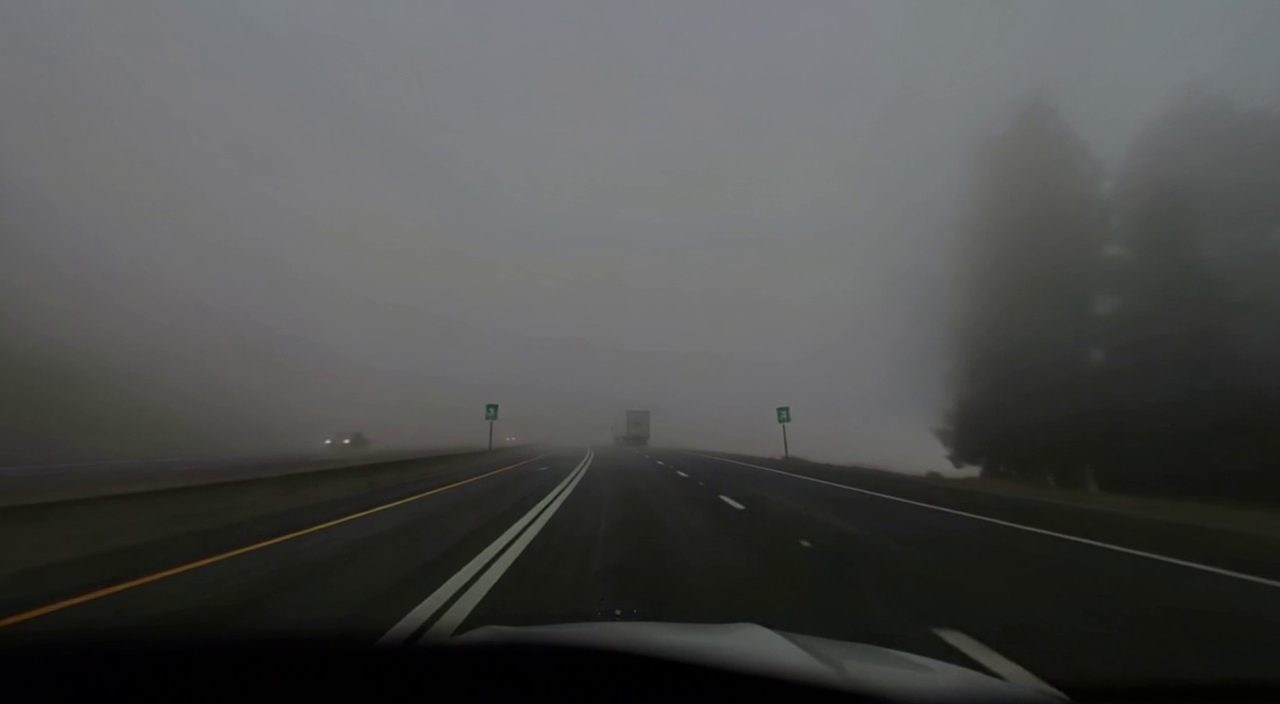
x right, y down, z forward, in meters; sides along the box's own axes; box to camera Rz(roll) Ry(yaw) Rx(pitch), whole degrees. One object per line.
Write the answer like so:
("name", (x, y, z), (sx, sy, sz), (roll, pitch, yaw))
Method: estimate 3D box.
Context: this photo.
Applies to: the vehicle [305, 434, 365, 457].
("vehicle", (-21.476, 6.586, 44.551), (2.083, 1.487, 4.759), (0, -8, -3))
